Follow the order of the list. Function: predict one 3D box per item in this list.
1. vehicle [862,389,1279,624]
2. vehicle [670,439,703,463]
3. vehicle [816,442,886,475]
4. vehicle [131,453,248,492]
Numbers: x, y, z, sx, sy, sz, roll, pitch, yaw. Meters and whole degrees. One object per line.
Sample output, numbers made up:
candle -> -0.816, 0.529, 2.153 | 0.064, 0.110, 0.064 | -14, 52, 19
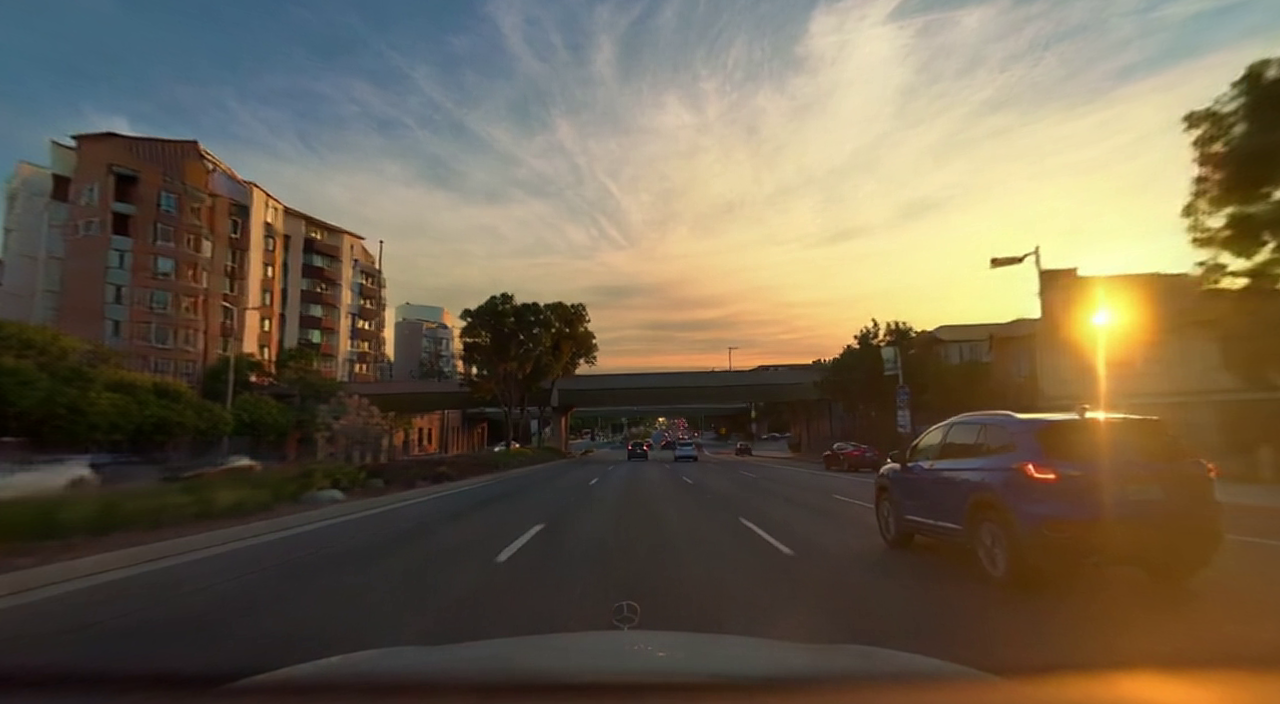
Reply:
vehicle -> 4.399, 1.494, 7.109 | 2.130, 1.741, 4.665 | 0, -8, 1
vehicle -> 3.458, 7.465, 47.621 | 2.165, 1.708, 3.928 | 0, -8, 0
vehicle -> 10.168, 5.130, 30.733 | 1.888, 1.468, 4.175 | 0, -8, -1
vehicle -> -18.768, 5.012, 26.606 | 1.883, 1.409, 4.366 | -1, -9, -3
